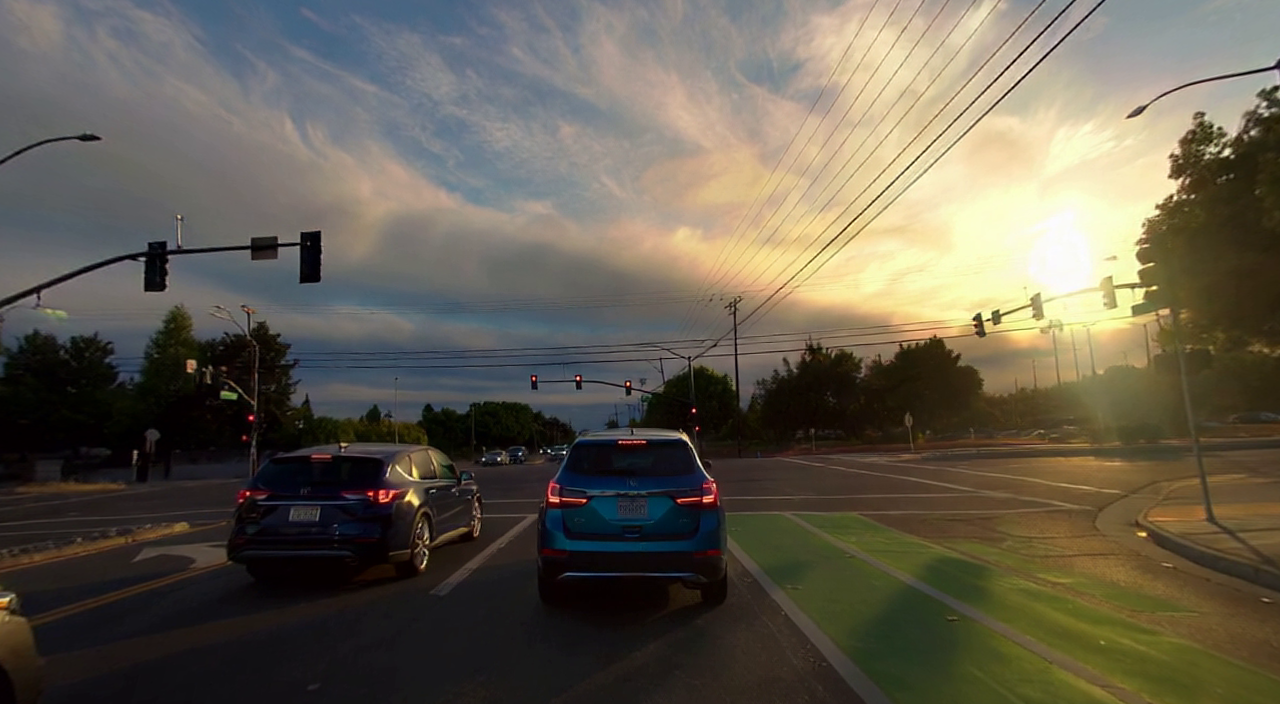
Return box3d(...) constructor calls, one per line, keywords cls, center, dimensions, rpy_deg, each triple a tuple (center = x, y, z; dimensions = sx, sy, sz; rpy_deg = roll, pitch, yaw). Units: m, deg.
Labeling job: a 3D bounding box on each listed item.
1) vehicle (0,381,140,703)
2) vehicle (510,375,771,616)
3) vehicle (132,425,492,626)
box3d(cls="vehicle", center=(-3.477, 0.573, 0.323), dimensions=(2.138, 1.488, 5.327), rpy_deg=(0, -8, -1))
box3d(cls="vehicle", center=(-0.033, 1.561, 7.643), dimensions=(2.036, 1.885, 5.196), rpy_deg=(0, -10, -1))
box3d(cls="vehicle", center=(-2.966, 1.647, 6.810), dimensions=(1.726, 1.506, 3.840), rpy_deg=(0, -10, 1))
